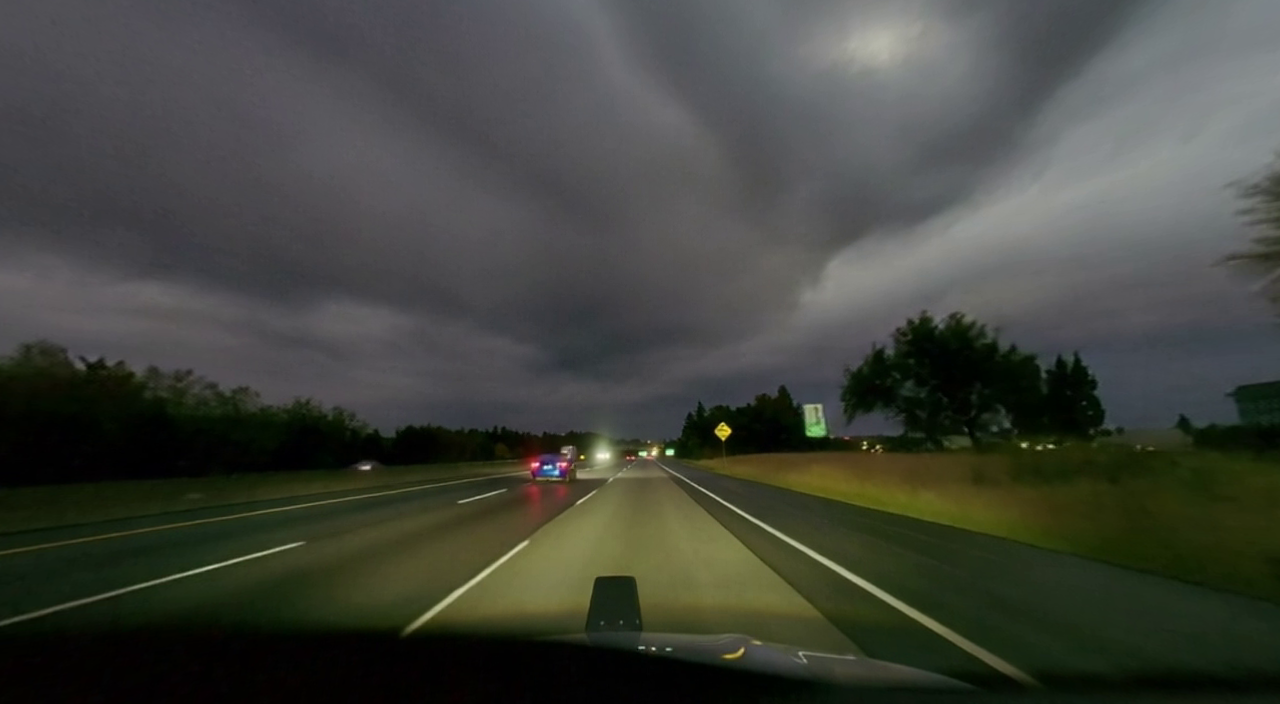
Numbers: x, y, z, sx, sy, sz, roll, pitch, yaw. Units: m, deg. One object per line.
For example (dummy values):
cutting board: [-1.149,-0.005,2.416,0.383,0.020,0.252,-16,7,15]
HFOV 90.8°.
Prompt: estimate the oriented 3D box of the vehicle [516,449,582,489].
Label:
vehicle: [-3.710,4.867,26.493,2.121,1.537,3.852,0,-9,1]
